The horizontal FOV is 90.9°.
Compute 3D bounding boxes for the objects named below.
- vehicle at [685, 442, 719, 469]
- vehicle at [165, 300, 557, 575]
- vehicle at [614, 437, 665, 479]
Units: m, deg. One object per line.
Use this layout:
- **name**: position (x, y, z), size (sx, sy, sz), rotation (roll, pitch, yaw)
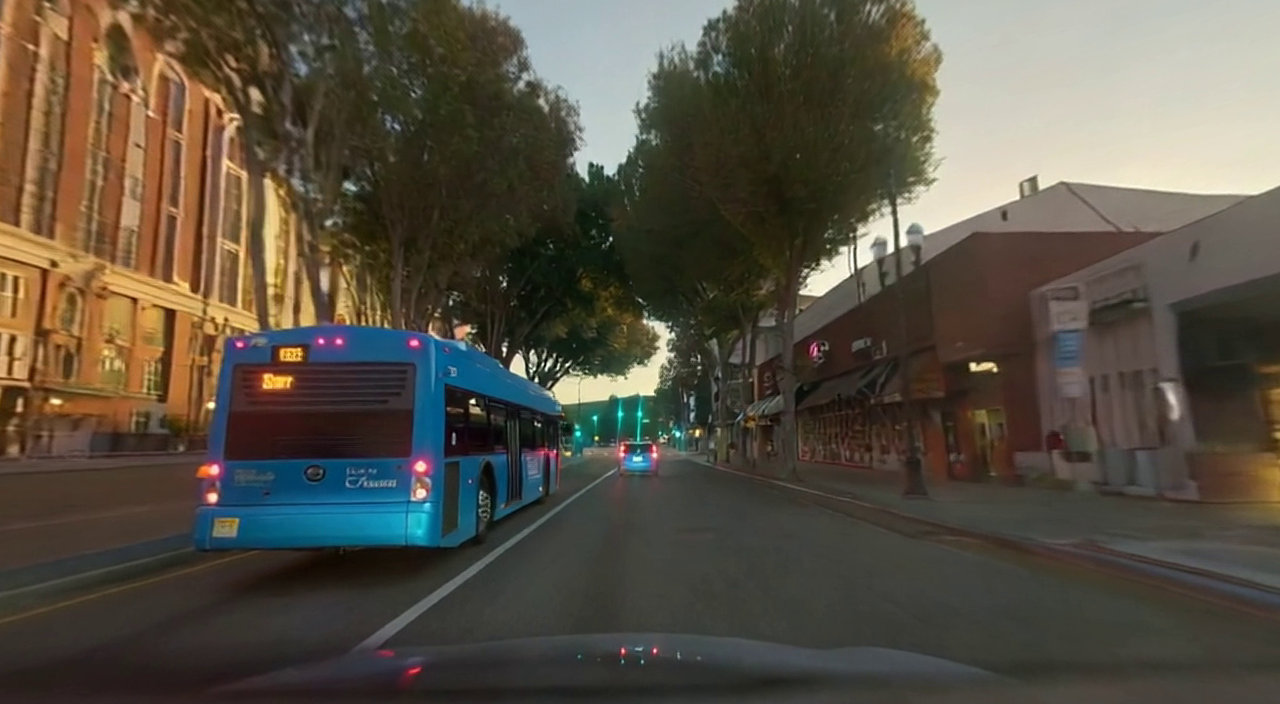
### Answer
- **vehicle**: position (4.374, 7.401, 45.284), size (2.138, 1.787, 4.522), rotation (-1, -8, 2)
- **vehicle**: position (-3.496, 1.319, 11.003), size (2.920, 2.884, 8.588), rotation (1, -6, 0)
- **vehicle**: position (0.001, 4.646, 27.899), size (2.120, 1.727, 3.917), rotation (0, -8, 1)
